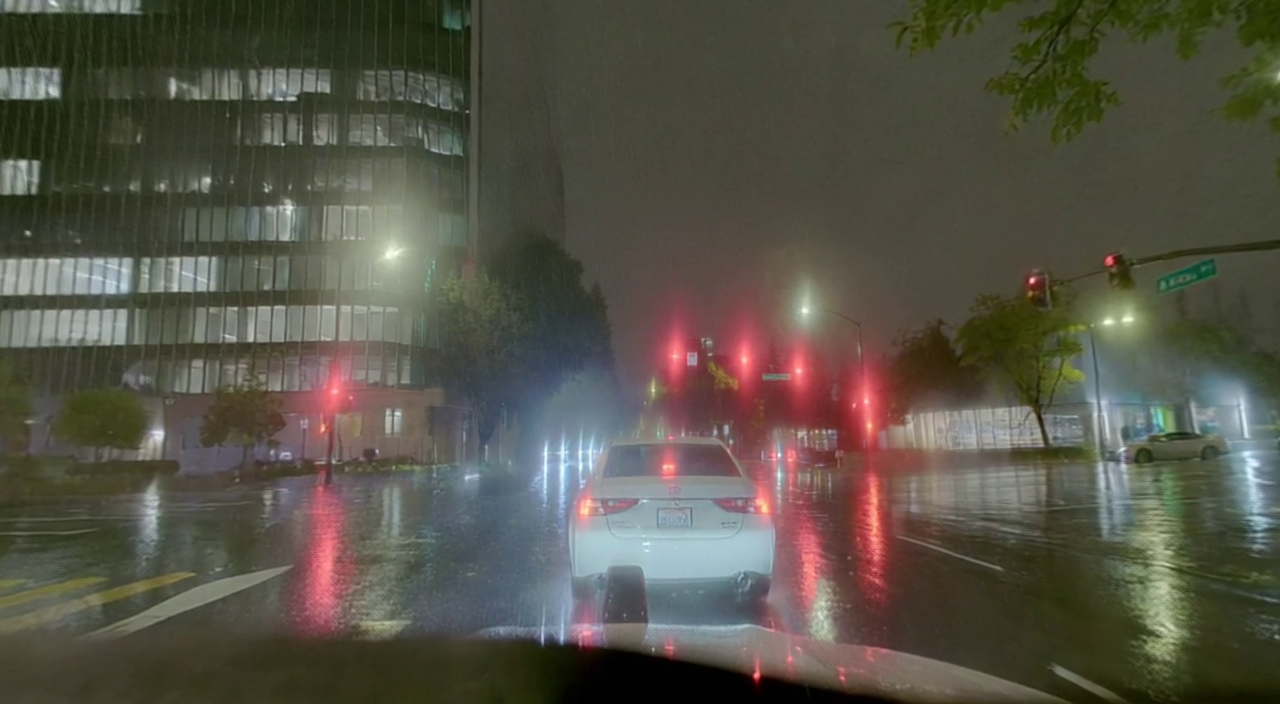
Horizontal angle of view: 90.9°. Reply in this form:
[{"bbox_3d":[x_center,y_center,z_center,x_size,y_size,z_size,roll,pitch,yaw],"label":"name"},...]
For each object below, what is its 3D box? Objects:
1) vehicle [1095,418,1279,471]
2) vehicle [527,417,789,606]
[{"bbox_3d":[19.154,3.258,22.214,4.675,1.772,1.945,0,-8,0],"label":"vehicle"},{"bbox_3d":[-0.145,1.643,7.490,1.893,1.532,4.145,2,-9,-16],"label":"vehicle"}]
